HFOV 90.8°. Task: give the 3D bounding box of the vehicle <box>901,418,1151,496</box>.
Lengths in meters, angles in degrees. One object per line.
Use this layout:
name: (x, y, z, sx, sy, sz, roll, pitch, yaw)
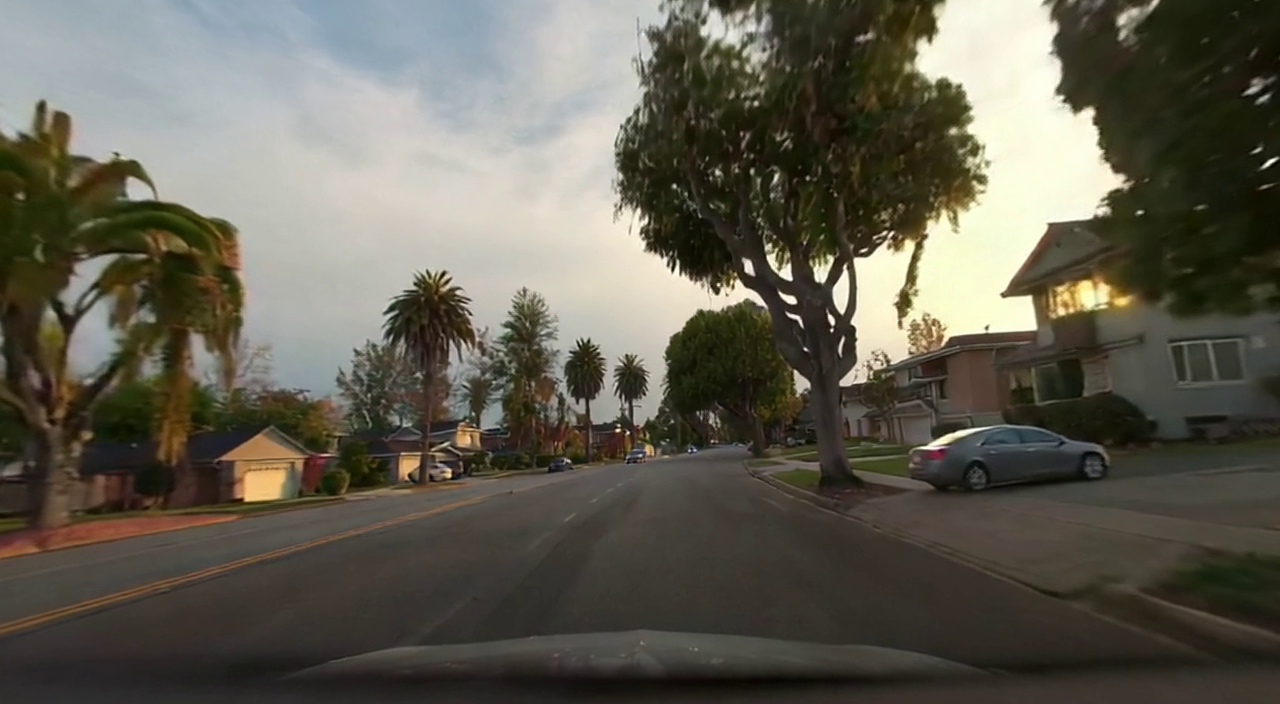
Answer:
vehicle: (9.060, 2.505, 15.174, 4.646, 1.687, 1.975, -1, -8, 0)
